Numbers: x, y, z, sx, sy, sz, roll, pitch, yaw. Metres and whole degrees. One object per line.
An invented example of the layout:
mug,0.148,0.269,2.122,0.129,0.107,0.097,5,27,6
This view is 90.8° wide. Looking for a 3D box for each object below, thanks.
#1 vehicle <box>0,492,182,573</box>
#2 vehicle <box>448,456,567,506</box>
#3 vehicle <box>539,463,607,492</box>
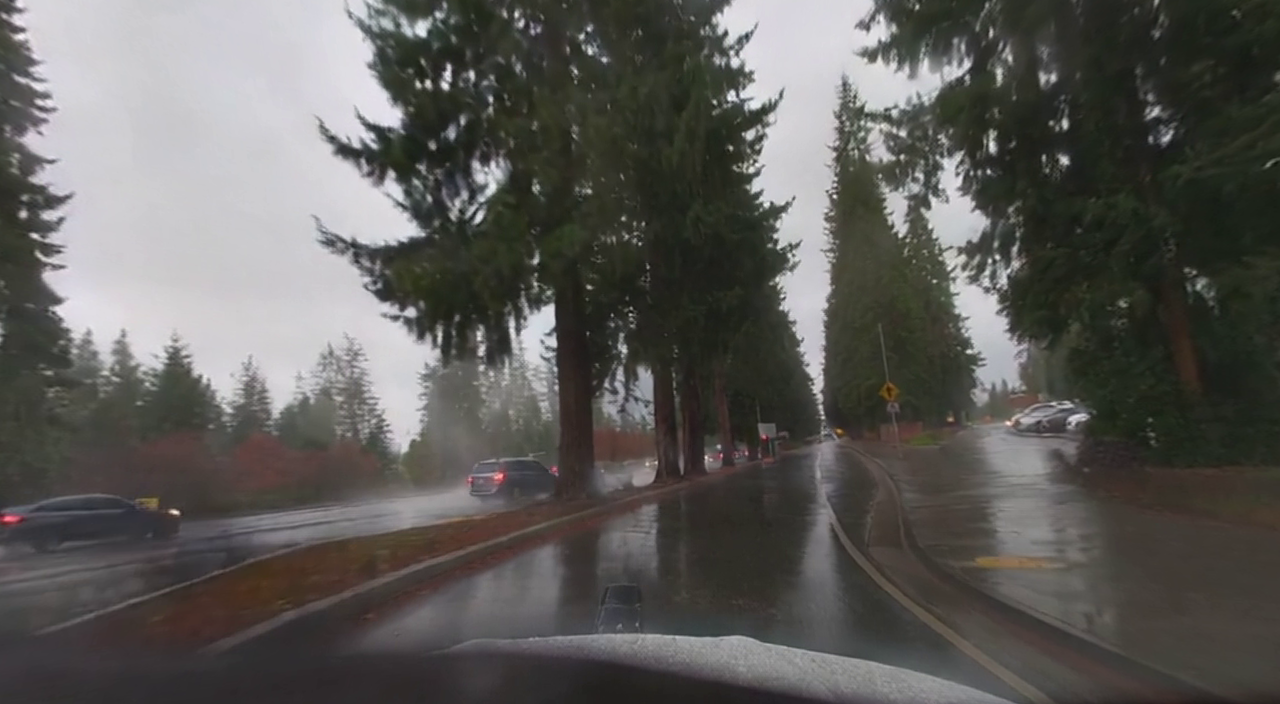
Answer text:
vehicle,-14.812,4.504,15.977,1.886,1.535,4.742,-5,-10,29
vehicle,-5.114,5.046,25.236,2.049,1.699,4.860,-5,-10,27
vehicle,-3.855,7.292,37.060,1.829,1.470,4.460,-5,-10,26
